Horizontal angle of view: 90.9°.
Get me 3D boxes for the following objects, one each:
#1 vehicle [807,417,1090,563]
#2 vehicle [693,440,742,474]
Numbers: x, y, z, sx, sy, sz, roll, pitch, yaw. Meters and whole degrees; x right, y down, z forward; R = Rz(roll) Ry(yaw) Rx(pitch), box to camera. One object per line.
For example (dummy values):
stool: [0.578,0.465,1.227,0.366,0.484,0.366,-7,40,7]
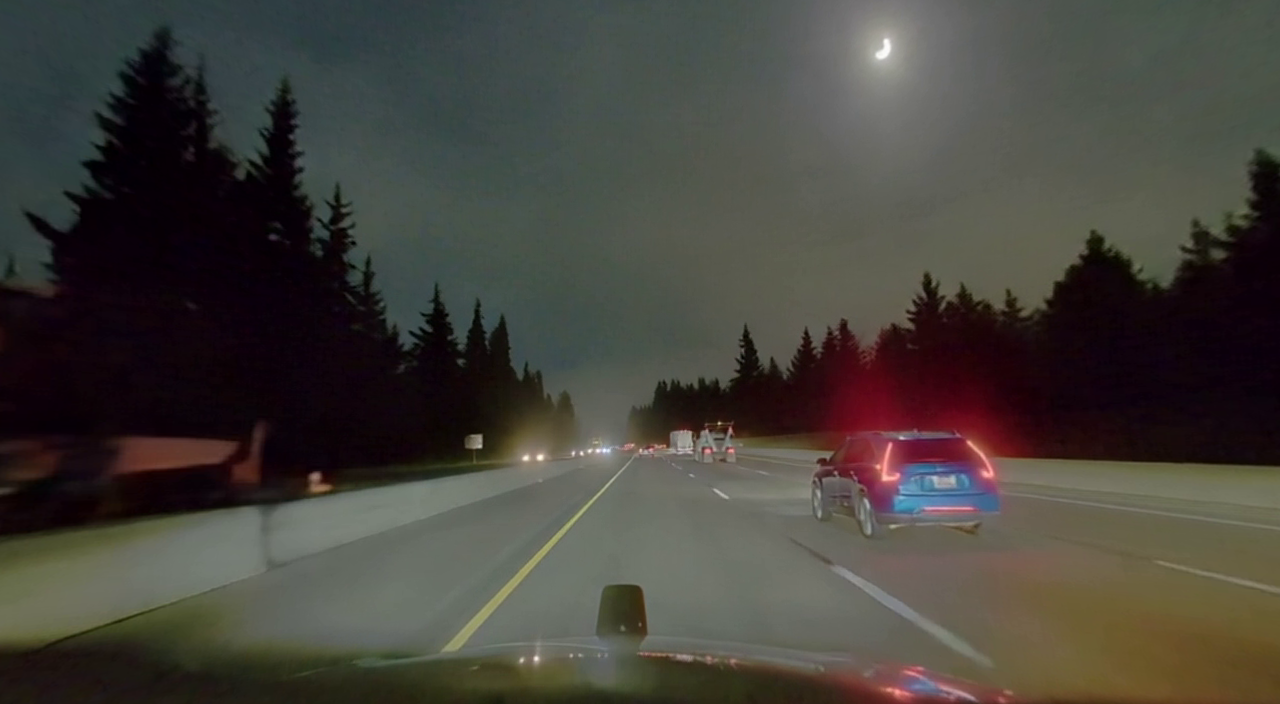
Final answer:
vehicle: [3.996,1.857,9.119,2.005,1.604,4.002,0,-9,-1]
vehicle: [4.084,5.622,33.832,2.022,1.658,4.132,0,-9,-1]
